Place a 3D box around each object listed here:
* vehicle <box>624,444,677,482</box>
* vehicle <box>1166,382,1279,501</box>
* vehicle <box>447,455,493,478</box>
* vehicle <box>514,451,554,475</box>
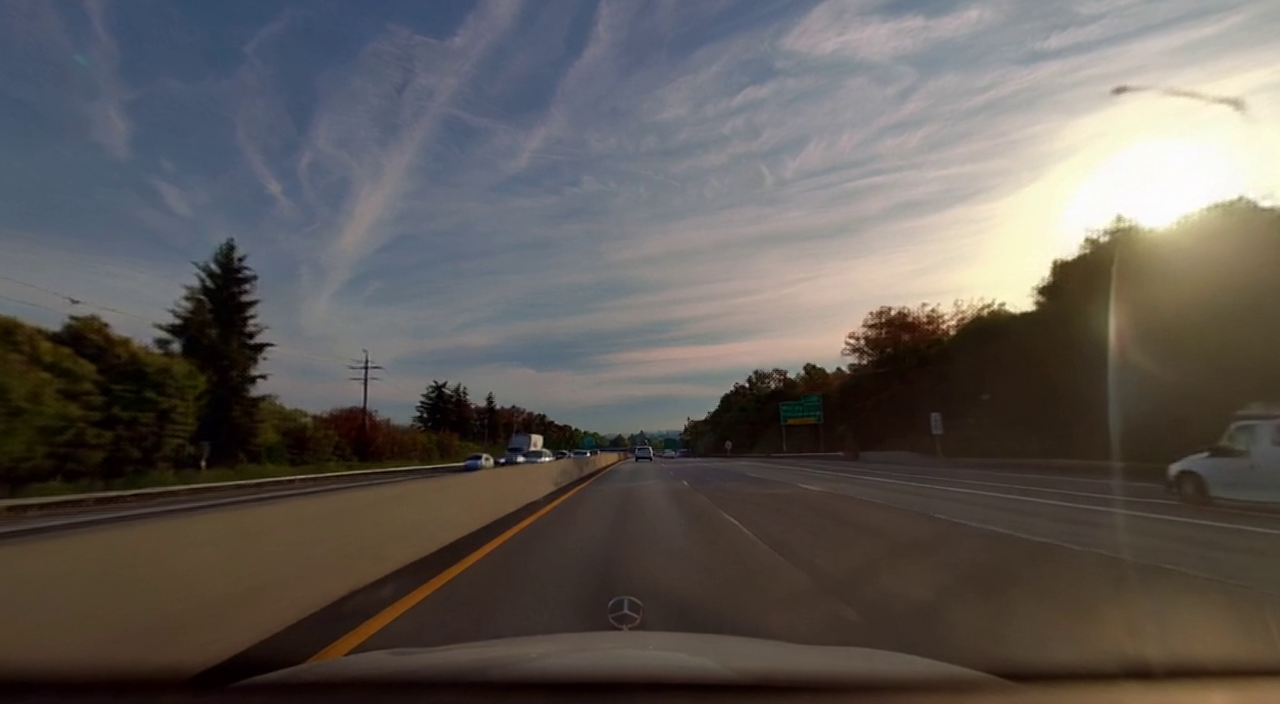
[{"bbox_3d":[0.428,4.958,28.393,2.177,1.520,4.278,0,-9,0],"label":"vehicle"},{"bbox_3d":[14.415,1.863,13.175,2.115,2.446,5.323,0,-9,0],"label":"vehicle"},{"bbox_3d":[-11.886,8.008,44.410,1.929,1.505,4.526,0,-9,1],"label":"vehicle"},{"bbox_3d":[-6.932,7.278,41.550,1.956,1.486,3.661,0,-9,1],"label":"vehicle"}]
